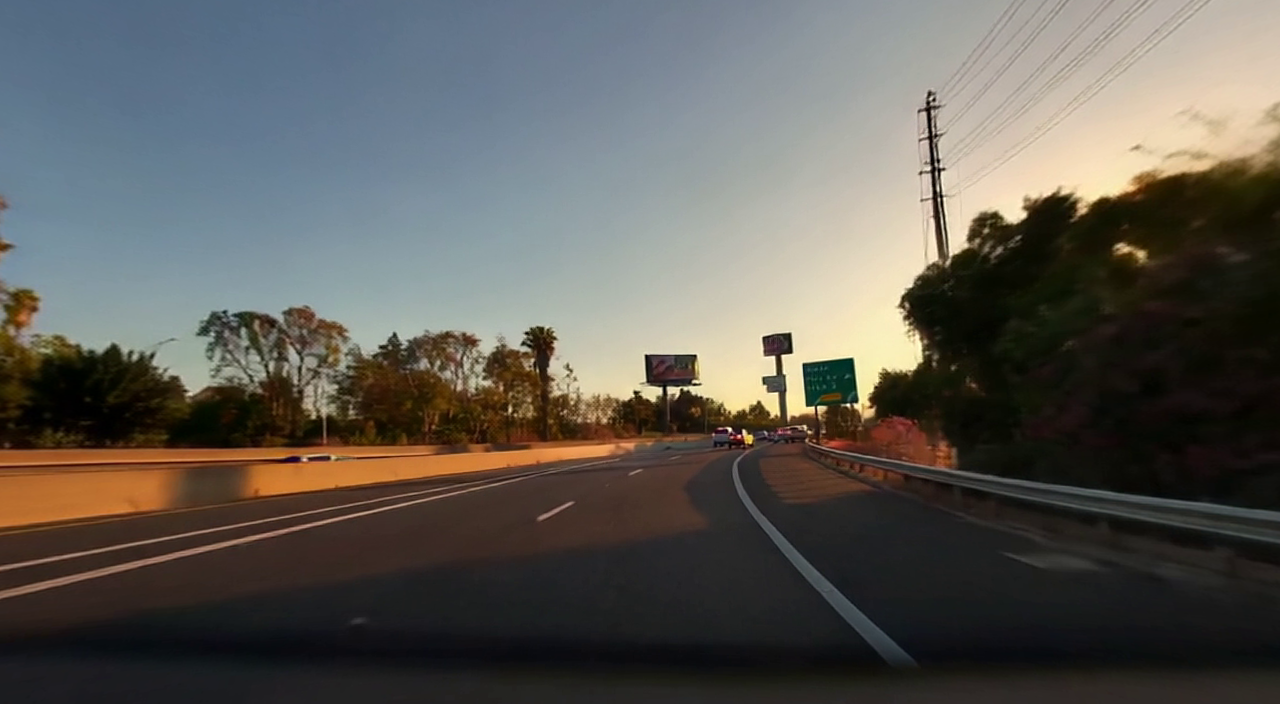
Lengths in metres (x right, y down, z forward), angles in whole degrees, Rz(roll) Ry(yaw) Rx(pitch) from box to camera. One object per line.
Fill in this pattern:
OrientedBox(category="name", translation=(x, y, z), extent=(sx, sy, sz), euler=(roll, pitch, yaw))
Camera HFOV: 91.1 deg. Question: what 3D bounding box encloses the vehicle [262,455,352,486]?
OrientedBox(category="vehicle", translation=(-20.709, 7.321, 39.226), extent=(2.145, 1.717, 4.448), euler=(-5, -10, 29))
